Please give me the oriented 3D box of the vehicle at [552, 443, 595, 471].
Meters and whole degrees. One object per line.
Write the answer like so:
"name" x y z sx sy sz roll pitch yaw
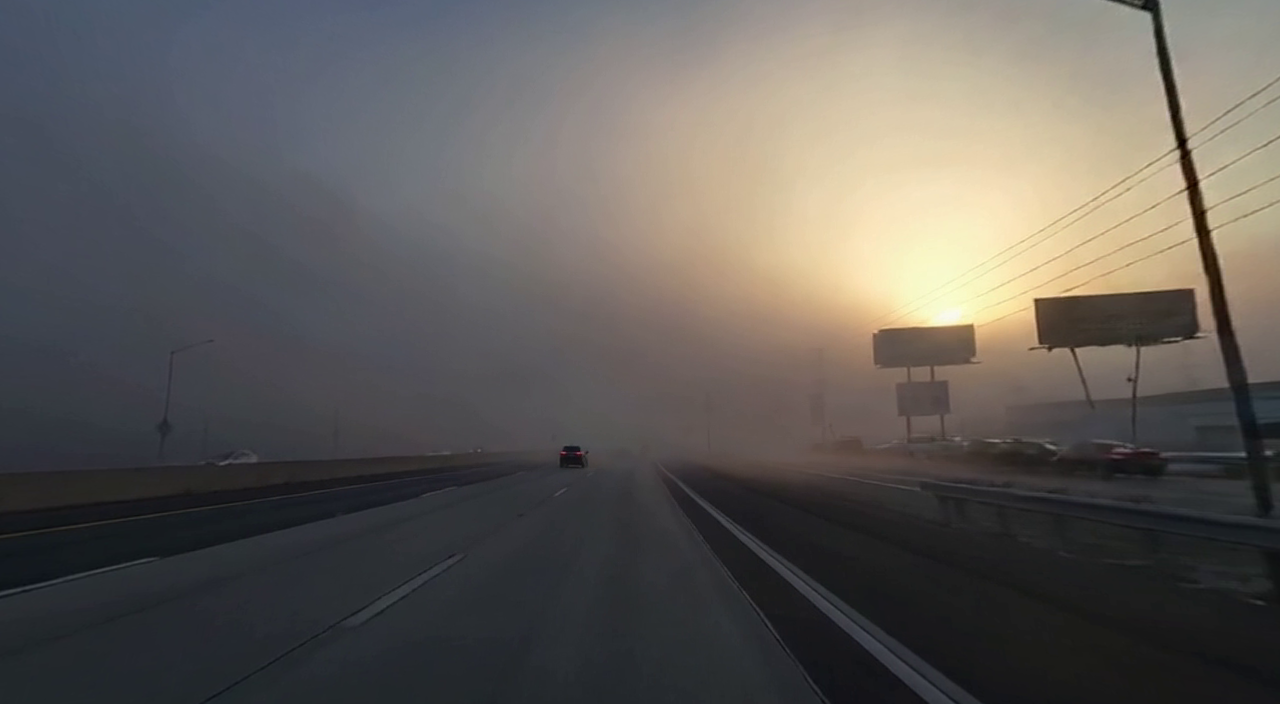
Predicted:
"vehicle" -3.768 6.042 36.627 1.940 1.479 4.545 0 -9 1

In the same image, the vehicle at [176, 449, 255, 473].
"vehicle" -29.071 7.436 43.467 2.019 1.502 4.837 0 -9 1

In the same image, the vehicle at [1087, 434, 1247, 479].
"vehicle" 19.066 3.798 23.217 1.806 1.466 4.711 0 -9 0

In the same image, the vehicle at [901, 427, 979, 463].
"vehicle" 18.831 5.884 40.020 2.165 2.077 5.451 0 -9 -1
